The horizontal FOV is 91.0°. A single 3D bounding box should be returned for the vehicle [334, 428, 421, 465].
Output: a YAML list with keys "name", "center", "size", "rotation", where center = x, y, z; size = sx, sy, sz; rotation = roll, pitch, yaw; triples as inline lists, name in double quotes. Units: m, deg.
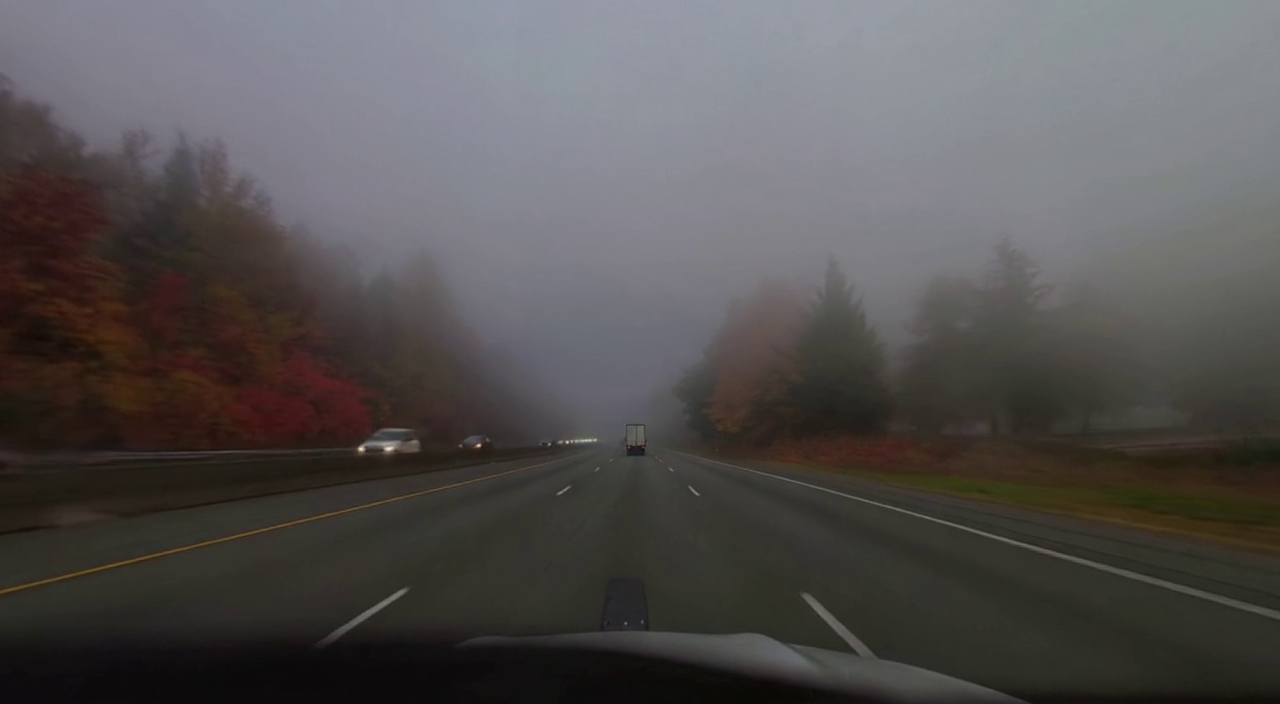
- name: "vehicle"
  center: [-11.558, 4.200, 28.050]
  size: [1.969, 1.543, 4.300]
  rotation: [0, -8, 1]

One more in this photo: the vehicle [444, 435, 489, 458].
- name: "vehicle"
  center: [-11.779, 6.439, 43.072]
  size: [1.871, 1.495, 4.368]
  rotation: [0, -8, 0]
